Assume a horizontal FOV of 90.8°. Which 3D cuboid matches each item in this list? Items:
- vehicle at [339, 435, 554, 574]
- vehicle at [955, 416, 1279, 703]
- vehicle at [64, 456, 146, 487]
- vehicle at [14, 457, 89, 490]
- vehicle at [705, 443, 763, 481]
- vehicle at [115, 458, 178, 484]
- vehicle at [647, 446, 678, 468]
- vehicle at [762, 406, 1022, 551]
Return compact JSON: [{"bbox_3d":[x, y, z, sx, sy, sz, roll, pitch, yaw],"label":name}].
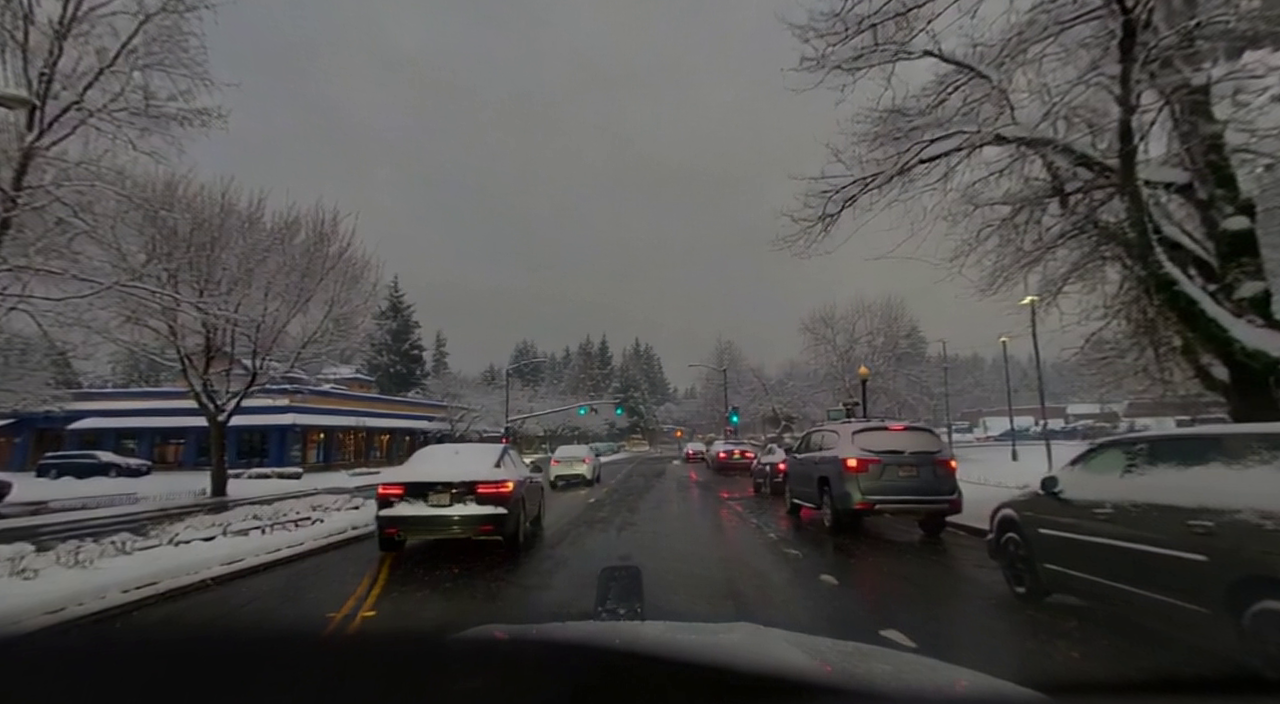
[{"bbox_3d":[-2.416,2.003,9.143,1.968,1.497,4.286,0,-9,-3],"label":"vehicle"},{"bbox_3d":[4.098,1.200,3.956,1.904,1.494,4.864,0,-9,2],"label":"vehicle"},{"bbox_3d":[-29.959,6.628,35.346,4.127,1.583,1.978,-5,-10,28],"label":"vehicle"},{"bbox_3d":[-30.217,6.182,32.413,3.865,1.499,1.804,-6,-10,33],"label":"vehicle"},{"bbox_3d":[4.025,4.773,27.718,1.910,1.493,4.490,0,-9,1],"label":"vehicle"},{"bbox_3d":[-29.573,7.086,37.857,3.527,1.390,1.681,-5,-10,30],"label":"vehicle"},{"bbox_3d":[1.606,7.524,45.566,2.095,1.473,4.301,0,-9,1],"label":"vehicle"},{"bbox_3d":[3.883,2.093,11.237,2.324,1.907,5.634,0,-9,0],"label":"vehicle"}]
